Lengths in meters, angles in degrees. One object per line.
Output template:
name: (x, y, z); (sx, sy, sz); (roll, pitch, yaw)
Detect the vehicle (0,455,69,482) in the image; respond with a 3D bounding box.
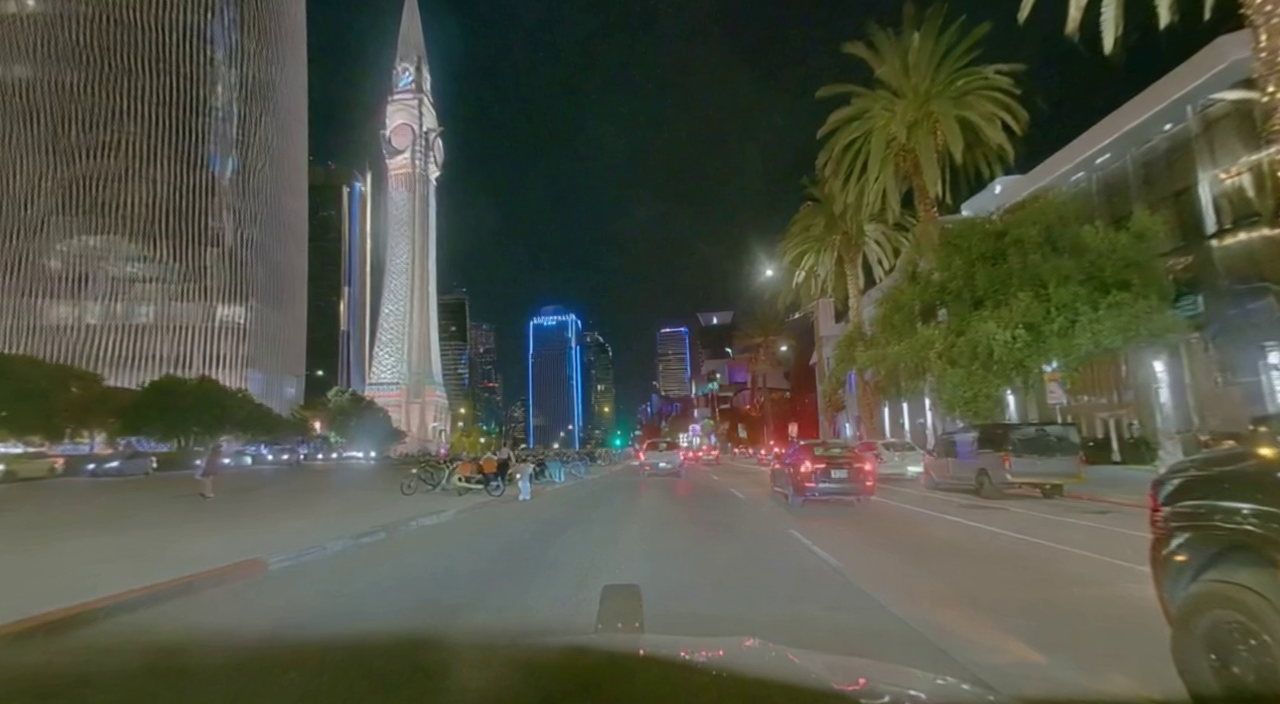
vehicle: (-37.987, 7.176, 39.127); (1.817, 1.554, 4.032); (1, -9, -9)

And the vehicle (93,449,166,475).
vehicle: (-39.608, 8.520, 49.192); (2.034, 1.862, 5.122); (1, -9, -9)

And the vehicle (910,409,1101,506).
vehicle: (9.289, 2.748, 16.772); (2.093, 2.154, 5.193); (0, -9, 2)

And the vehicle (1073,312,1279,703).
vehicle: (3.676, 0.537, 0.852); (2.453, 1.851, 5.323); (0, -9, 1)

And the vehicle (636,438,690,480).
vehicle: (0.952, 4.484, 26.639); (2.111, 1.605, 3.832); (0, -9, 2)

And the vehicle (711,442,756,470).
vehicle: (5.605, 6.296, 38.535); (1.981, 1.572, 4.718); (0, -9, -1)

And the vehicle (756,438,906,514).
vehicle: (4.281, 2.849, 15.086); (2.116, 1.500, 4.702); (0, -9, 0)
